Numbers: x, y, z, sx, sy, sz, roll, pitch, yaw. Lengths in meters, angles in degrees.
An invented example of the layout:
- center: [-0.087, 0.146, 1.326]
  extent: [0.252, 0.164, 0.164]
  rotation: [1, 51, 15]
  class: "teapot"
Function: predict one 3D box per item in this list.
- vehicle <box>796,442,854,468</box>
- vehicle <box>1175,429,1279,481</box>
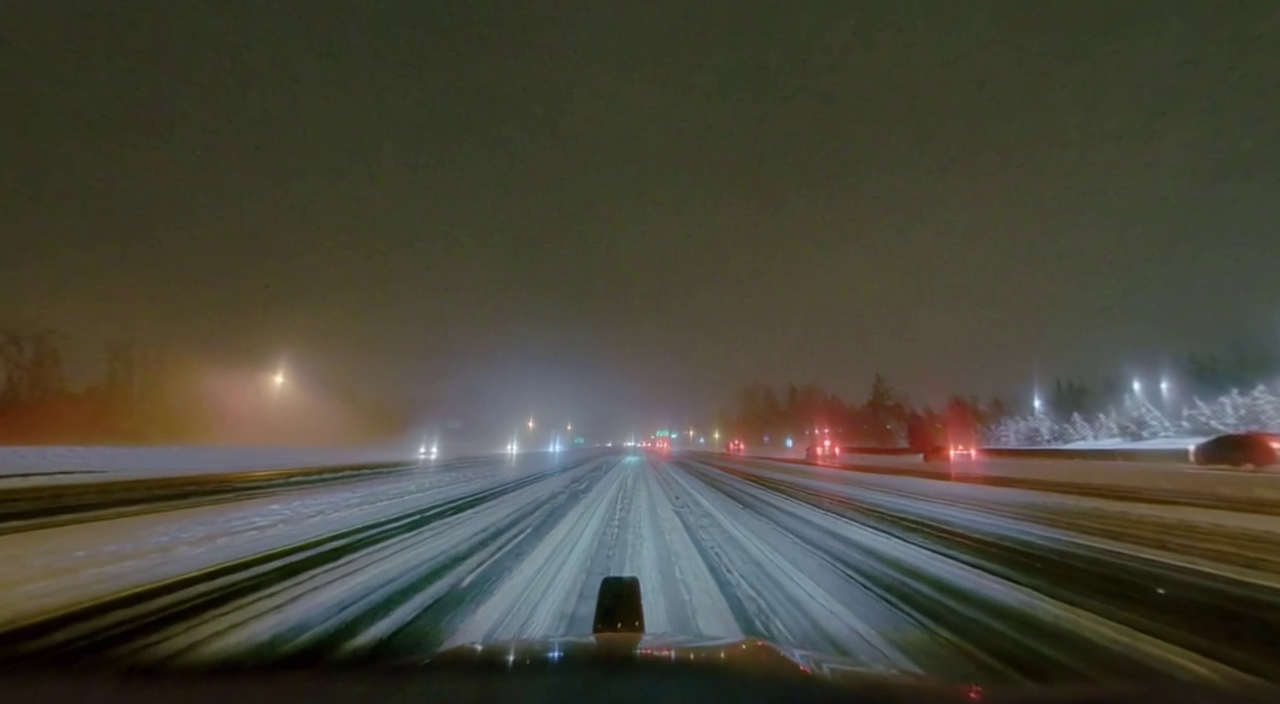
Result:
- center: [11.111, 6.173, 38.069]
  extent: [2.017, 1.478, 4.364]
  rotation: [0, -8, -2]
  class: "vehicle"
- center: [24.159, 3.975, 24.432]
  extent: [2.074, 1.881, 5.056]
  rotation: [1, -8, -4]
  class: "vehicle"
